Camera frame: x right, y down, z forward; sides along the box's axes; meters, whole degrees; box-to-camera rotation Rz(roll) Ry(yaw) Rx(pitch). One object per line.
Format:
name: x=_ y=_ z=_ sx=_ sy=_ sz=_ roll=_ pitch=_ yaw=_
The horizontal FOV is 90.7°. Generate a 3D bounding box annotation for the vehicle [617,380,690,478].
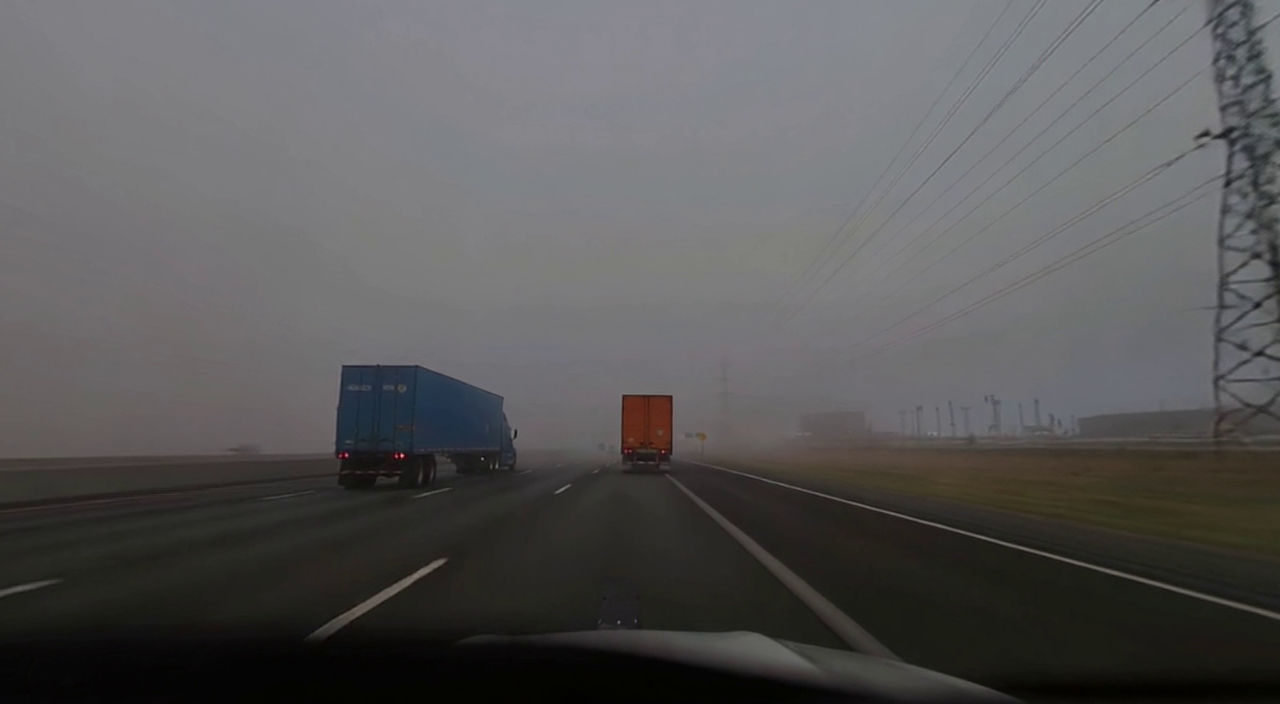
vehicle: x=0.485 y=3.799 z=30.149 sx=2.858 sy=3.847 sz=10.034 roll=0 pitch=-9 yaw=-1

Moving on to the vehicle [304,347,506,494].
vehicle: x=-7.547 y=2.652 z=22.830 sx=2.937 sy=3.981 sz=11.119 roll=-1 pitch=-8 yaw=0
